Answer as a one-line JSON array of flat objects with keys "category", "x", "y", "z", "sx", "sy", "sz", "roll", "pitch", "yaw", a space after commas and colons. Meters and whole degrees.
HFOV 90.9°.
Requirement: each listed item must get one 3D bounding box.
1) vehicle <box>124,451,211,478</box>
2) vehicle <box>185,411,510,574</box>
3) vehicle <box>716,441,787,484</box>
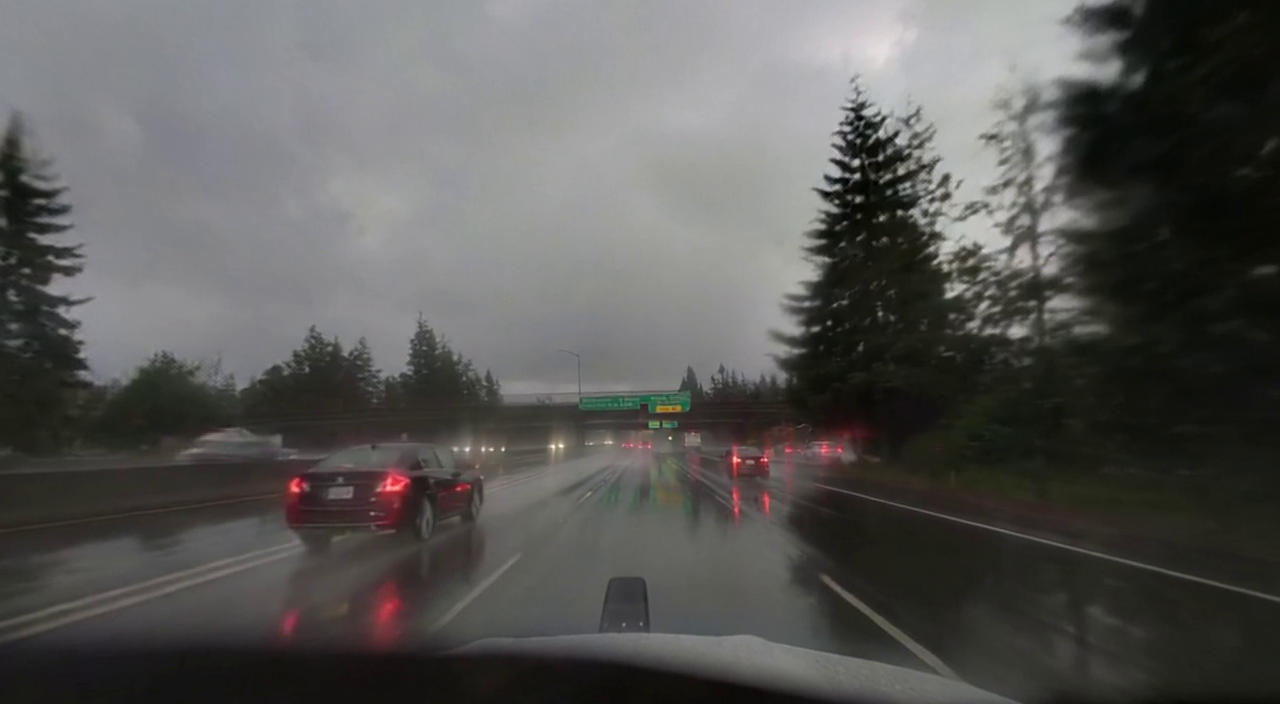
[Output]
[{"category": "vehicle", "x": -28.670, "y": 6.838, "z": 38.479, "sx": 1.836, "sy": 1.466, "sz": 4.382, "roll": 0, "pitch": -8, "yaw": 1}, {"category": "vehicle", "x": -3.609, "y": 1.844, "z": 9.189, "sx": 2.259, "sy": 1.706, "sz": 4.924, "roll": 0, "pitch": -8, "yaw": 2}, {"category": "vehicle", "x": 4.148, "y": 4.161, "z": 24.181, "sx": 1.908, "sy": 1.483, "sz": 4.259, "roll": 0, "pitch": -8, "yaw": -1}]
